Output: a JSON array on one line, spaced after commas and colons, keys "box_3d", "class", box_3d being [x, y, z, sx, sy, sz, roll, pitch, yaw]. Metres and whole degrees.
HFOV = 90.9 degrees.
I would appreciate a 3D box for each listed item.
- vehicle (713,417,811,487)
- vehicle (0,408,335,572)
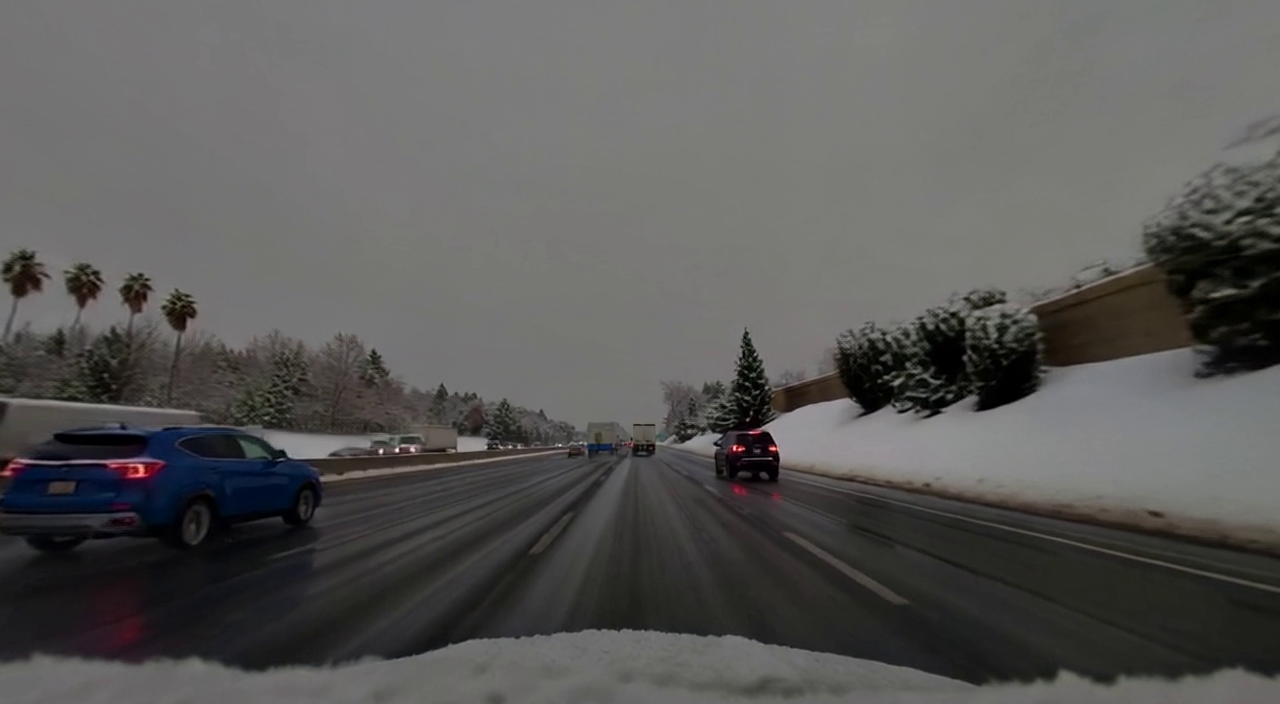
[{"box_3d": [4.148, 3.536, 22.543, 2.408, 2.210, 4.999, 0, -8, -1], "class": "vehicle"}, {"box_3d": [-6.911, 1.860, 9.375, 2.289, 1.774, 4.871, 0, -8, 0], "class": "vehicle"}]
